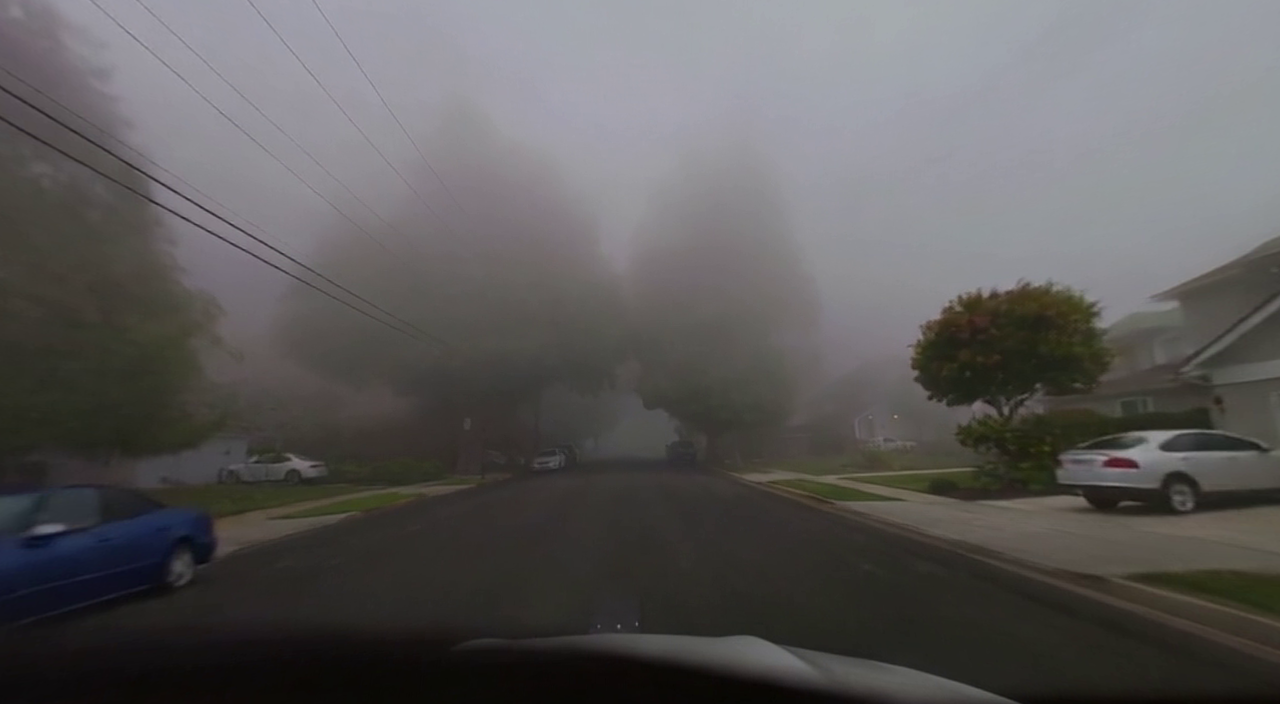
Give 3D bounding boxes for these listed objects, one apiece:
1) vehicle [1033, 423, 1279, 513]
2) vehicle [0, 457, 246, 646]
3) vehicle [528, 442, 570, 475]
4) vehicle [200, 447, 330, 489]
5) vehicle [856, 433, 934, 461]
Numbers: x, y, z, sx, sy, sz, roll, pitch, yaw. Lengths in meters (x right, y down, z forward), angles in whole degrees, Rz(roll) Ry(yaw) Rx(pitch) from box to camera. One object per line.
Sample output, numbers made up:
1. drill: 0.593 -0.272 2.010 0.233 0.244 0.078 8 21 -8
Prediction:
1. vehicle: 10.339 2.132 11.837 4.629 1.504 1.945 0 -9 -1
2. vehicle: -5.929 1.782 5.875 1.891 1.362 4.301 -3 -8 -1
3. vehicle: -6.150 7.229 43.311 2.050 1.911 4.852 -3 -8 0
4. vehicle: -16.389 5.087 27.778 4.402 1.741 1.951 0 -9 -2
5. vehicle: 16.984 6.371 42.262 4.268 1.788 2.156 -1 -9 1
